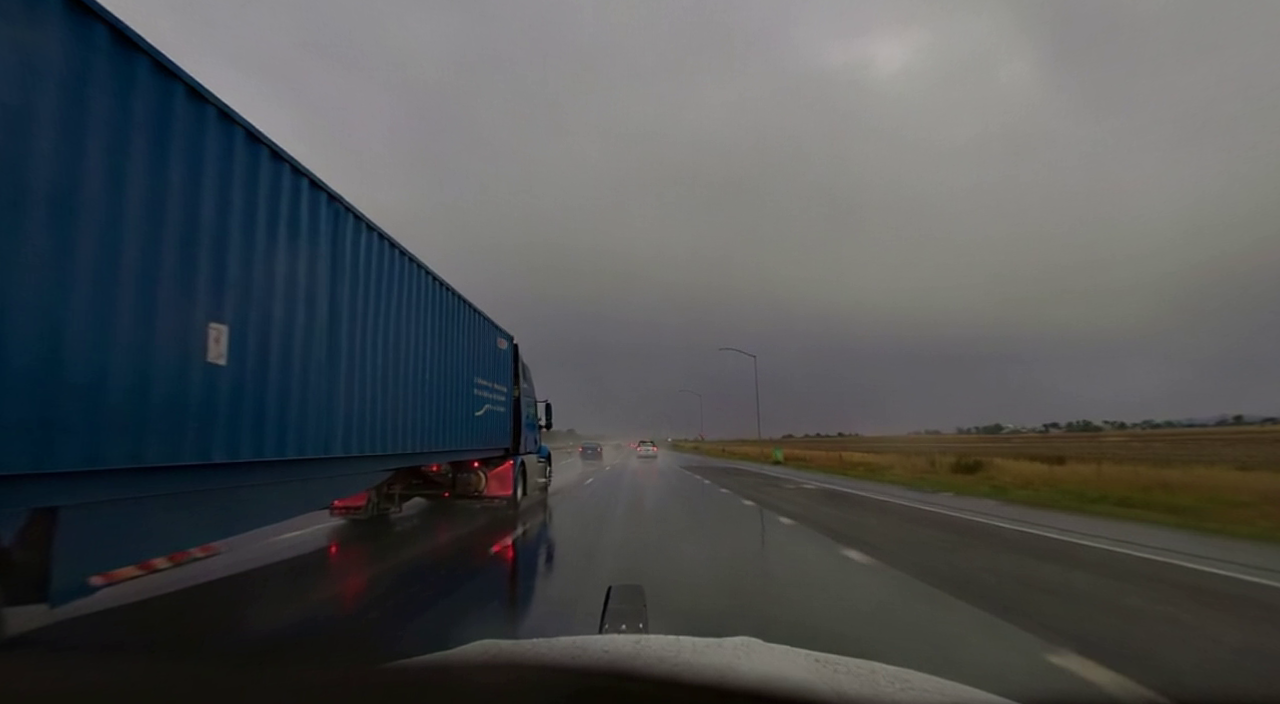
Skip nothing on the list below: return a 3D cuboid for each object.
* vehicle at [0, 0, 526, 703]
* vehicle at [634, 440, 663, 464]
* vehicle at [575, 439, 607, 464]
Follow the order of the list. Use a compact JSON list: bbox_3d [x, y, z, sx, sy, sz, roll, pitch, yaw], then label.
[{"bbox_3d":[-3.942,0.242,6.282,2.840,4.032,13.388,-1,-8,1],"label":"vehicle"},{"bbox_3d":[0.603,7.502,47.494,2.136,1.718,4.157,0,-8,0],"label":"vehicle"},{"bbox_3d":[-3.677,7.552,47.926,1.995,1.745,4.187,0,-8,1],"label":"vehicle"}]
